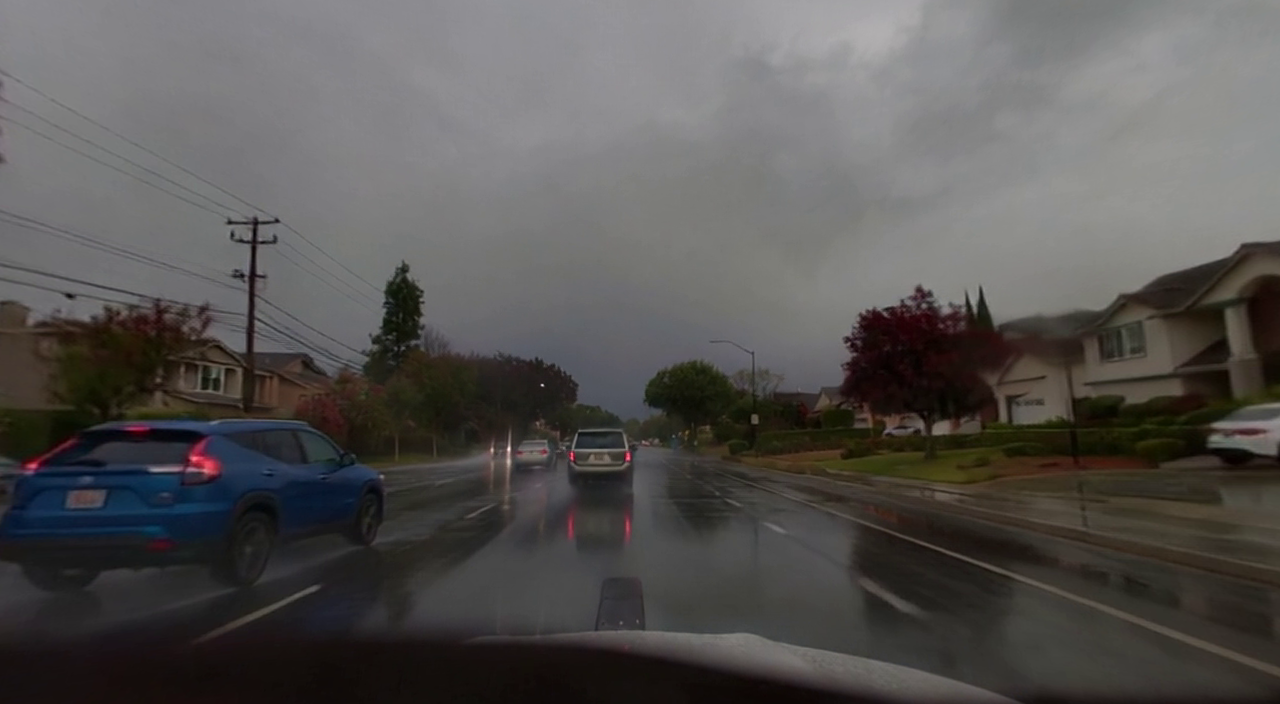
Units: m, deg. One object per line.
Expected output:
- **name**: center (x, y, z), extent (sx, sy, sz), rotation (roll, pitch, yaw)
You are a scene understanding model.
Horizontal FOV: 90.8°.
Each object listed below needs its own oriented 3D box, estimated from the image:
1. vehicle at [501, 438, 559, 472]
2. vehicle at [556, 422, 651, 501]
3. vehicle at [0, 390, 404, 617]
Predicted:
- **vehicle**: center (-5.287, 5.009, 30.948), extent (2.014, 1.493, 4.658), rotation (0, -8, 0)
- **vehicle**: center (-0.836, 2.774, 16.396), extent (2.131, 1.761, 4.242), rotation (0, -8, -1)
- **vehicle**: center (-4.738, 1.492, 7.210), extent (2.243, 1.722, 4.621), rotation (0, -8, 1)
